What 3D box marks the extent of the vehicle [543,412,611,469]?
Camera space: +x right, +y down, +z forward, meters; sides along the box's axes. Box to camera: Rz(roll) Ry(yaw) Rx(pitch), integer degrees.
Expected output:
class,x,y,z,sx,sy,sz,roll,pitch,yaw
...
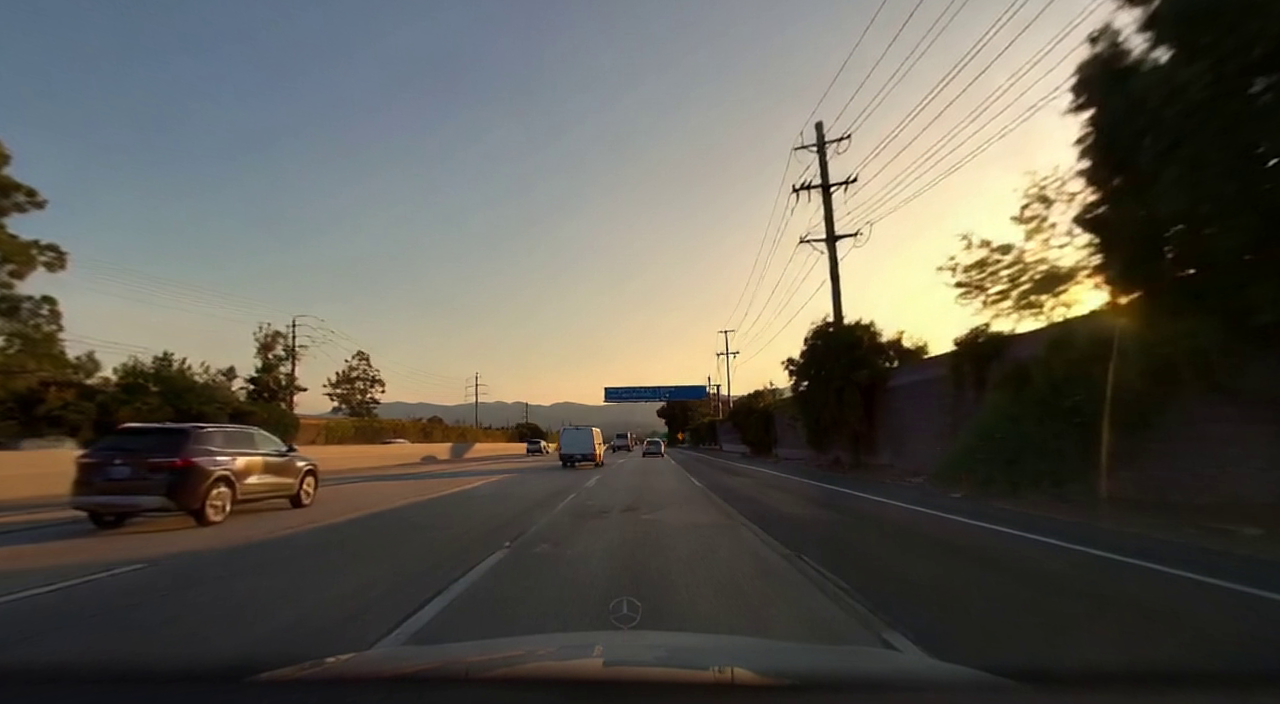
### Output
class,x,y,z,sx,sy,sz,roll,pitch,yaw
vehicle,-3.444,5.253,37.176,2.915,2.885,9.394,0,-9,1

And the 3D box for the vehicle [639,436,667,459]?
class,x,y,z,sx,sy,sz,roll,pitch,yaw
vehicle,1.043,7.463,49.214,2.038,1.677,4.219,0,-9,2

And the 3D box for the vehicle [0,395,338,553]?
class,x,y,z,sx,sy,sz,roll,pitch,yaw
vehicle,-7.397,1.865,10.321,2.192,1.893,5.330,0,-9,0
